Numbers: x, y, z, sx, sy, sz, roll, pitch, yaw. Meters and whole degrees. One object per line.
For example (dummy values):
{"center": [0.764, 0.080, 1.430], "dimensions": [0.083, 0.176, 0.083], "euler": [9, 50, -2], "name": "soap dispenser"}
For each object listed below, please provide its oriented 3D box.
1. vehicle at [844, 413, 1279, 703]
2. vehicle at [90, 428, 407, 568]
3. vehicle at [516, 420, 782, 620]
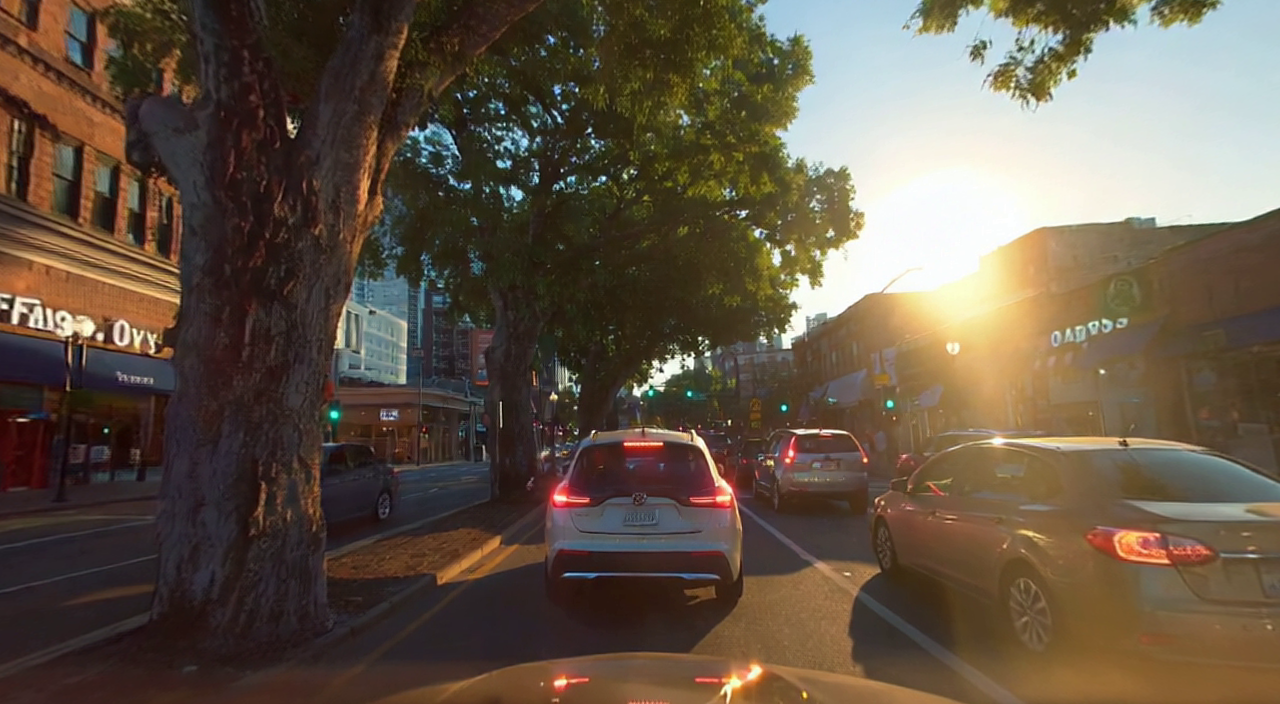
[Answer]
{"center": [3.392, 1.366, 5.308], "dimensions": [1.988, 1.480, 4.195], "euler": [0, -9, 1], "name": "vehicle"}
{"center": [-5.279, 1.999, 9.509], "dimensions": [1.898, 1.542, 4.689], "euler": [0, -9, -2], "name": "vehicle"}
{"center": [0.058, 1.537, 6.614], "dimensions": [2.006, 1.487, 3.535], "euler": [0, -9, 0], "name": "vehicle"}
